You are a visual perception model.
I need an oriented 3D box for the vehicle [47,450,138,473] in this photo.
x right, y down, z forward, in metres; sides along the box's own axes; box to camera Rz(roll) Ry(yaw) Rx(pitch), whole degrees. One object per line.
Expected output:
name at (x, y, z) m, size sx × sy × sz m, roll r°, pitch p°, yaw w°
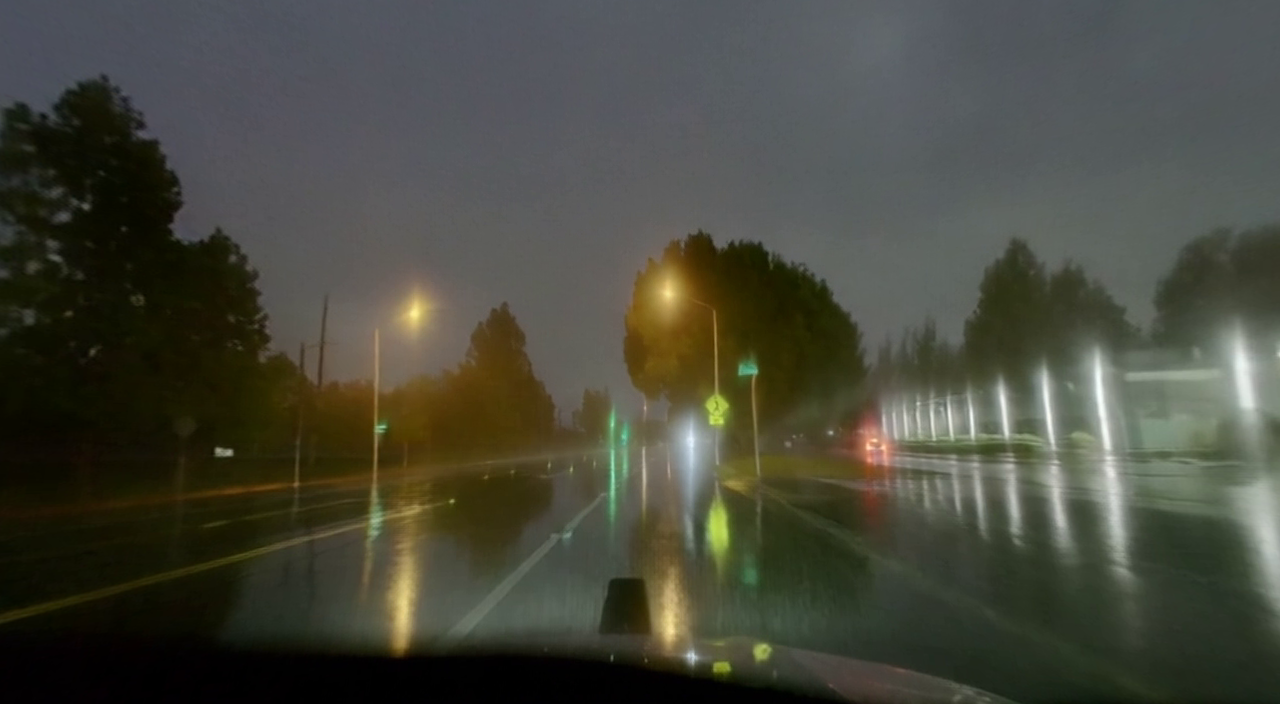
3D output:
vehicle at (-42.846, 8.528, 49.527) m, size 2.010 × 1.681 × 5.194 m, roll -2°, pitch -9°, yaw 9°
